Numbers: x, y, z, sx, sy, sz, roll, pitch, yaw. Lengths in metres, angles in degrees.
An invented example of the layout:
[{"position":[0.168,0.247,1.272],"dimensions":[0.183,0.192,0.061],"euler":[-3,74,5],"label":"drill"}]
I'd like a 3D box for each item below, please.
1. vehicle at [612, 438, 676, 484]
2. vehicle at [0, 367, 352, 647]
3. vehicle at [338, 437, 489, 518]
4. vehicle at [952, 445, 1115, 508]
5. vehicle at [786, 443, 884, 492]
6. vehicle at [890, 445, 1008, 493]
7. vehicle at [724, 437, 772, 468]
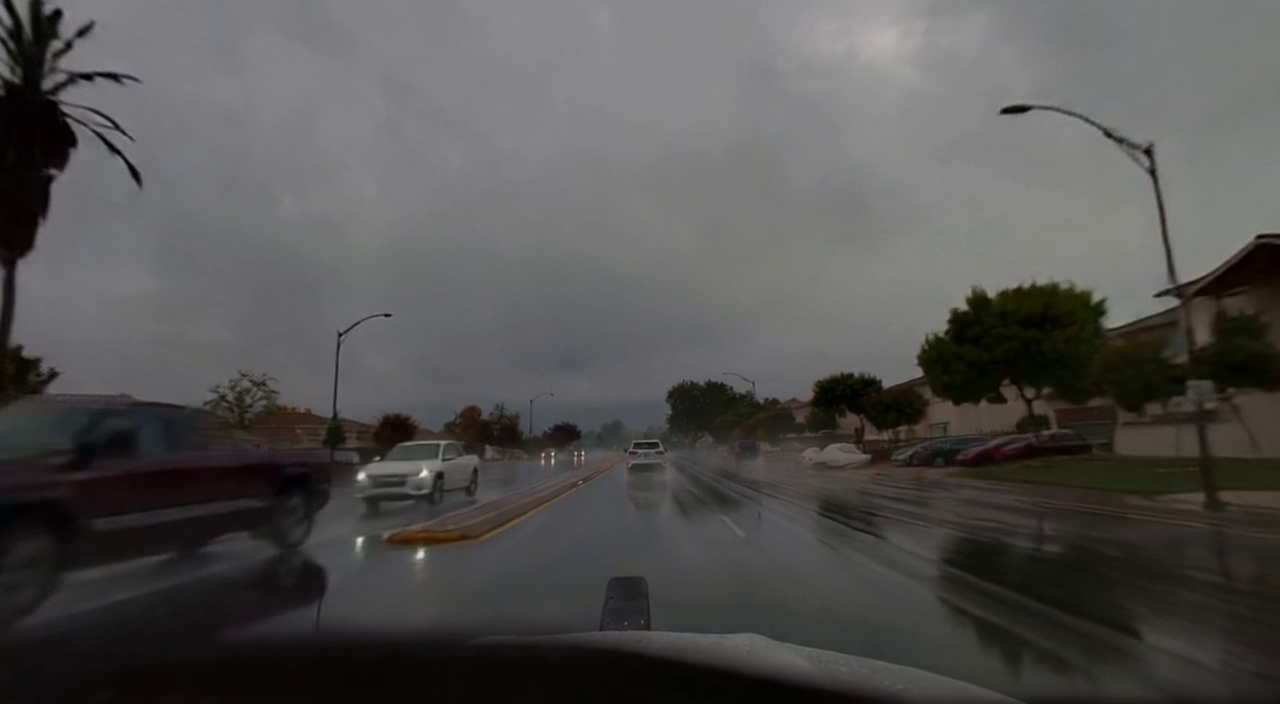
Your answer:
[{"position":[0.107,4.268,24.961],"dimensions":[2.289,1.679,4.180],"euler":[0,-9,-1],"label":"vehicle"},{"position":[-5.328,1.425,6.810],"dimensions":[2.193,1.967,4.600],"euler":[0,-9,0],"label":"vehicle"},{"position":[-5.292,2.965,15.477],"dimensions":[2.033,1.658,4.472],"euler":[-1,-9,0],"label":"vehicle"},{"position":[10.992,3.475,18.093],"dimensions":[1.854,1.477,4.525],"euler":[2,-9,1],"label":"vehicle"},{"position":[6.431,3.829,21.337],"dimensions":[1.897,1.477,4.360],"euler":[0,-9,0],"label":"vehicle"},{"position":[11.134,4.227,23.170],"dimensions":[1.978,1.551,4.560],"euler":[0,-9,0],"label":"vehicle"},{"position":[7.640,7.194,45.267],"dimensions":[2.436,2.010,5.595],"euler":[0,-9,0],"label":"vehicle"}]
